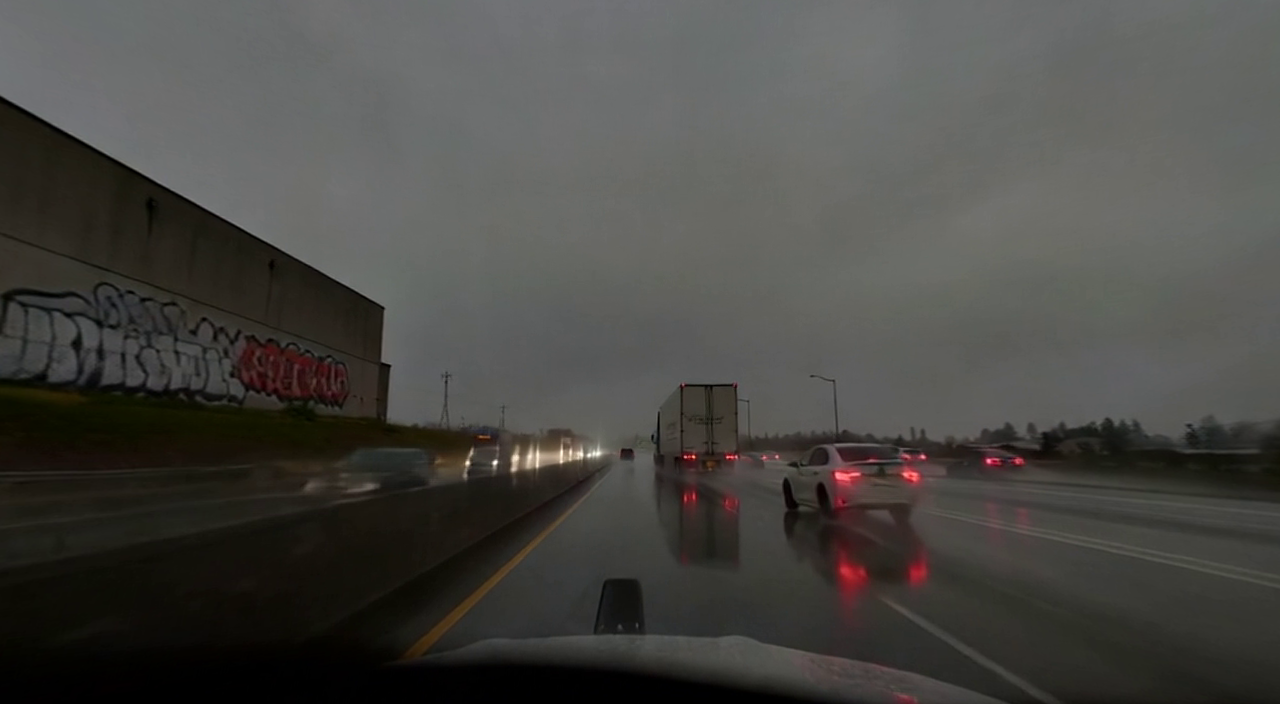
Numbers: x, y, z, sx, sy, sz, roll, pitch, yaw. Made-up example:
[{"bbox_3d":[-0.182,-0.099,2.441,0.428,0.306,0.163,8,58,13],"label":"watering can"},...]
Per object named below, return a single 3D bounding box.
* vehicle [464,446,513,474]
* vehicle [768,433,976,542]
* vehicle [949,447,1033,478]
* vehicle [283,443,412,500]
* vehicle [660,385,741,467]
[{"bbox_3d":[-8.882,6.381,37.105,1.892,1.508,3.980,0,-9,0],"label":"vehicle"},{"bbox_3d":[3.928,2.380,11.639,2.085,1.588,4.436,0,-9,-1],"label":"vehicle"},{"bbox_3d":[18.530,5.861,33.373,1.811,1.499,4.472,0,-9,-1],"label":"vehicle"},{"bbox_3d":[-8.677,3.561,19.091,1.874,1.494,4.394,0,-9,-1],"label":"vehicle"},{"bbox_3d":[3.503,5.309,42.117,3.317,4.314,17.803,0,-9,-1],"label":"vehicle"}]
